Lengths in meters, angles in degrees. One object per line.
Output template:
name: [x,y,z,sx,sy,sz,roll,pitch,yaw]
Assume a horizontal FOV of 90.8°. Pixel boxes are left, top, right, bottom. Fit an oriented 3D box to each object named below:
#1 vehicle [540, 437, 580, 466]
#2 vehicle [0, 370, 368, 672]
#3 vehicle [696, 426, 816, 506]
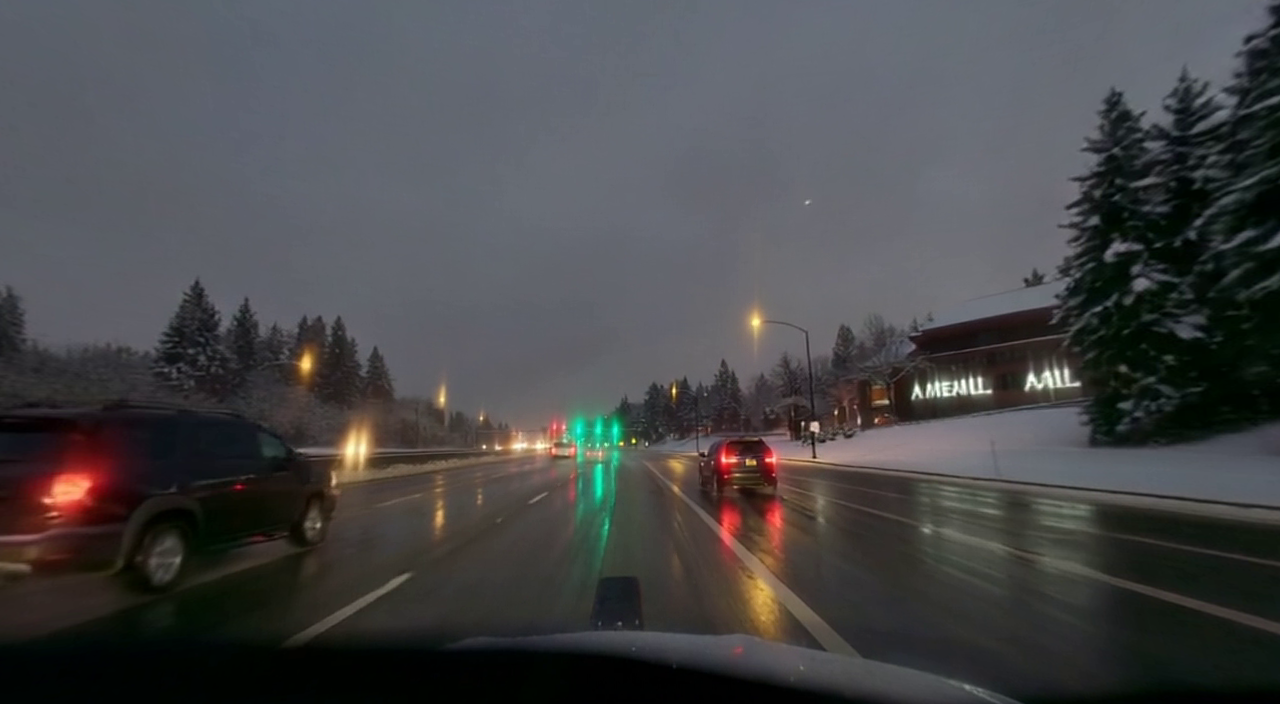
vehicle: [-5.189,6.556,41.748,2.160,1.794,4.646,0,-8,-2]
vehicle: [-4.798,1.334,6.164,2.176,1.779,4.755,0,-8,0]
vehicle: [2.654,2.732,15.576,1.997,1.686,4.247,0,-8,-2]
